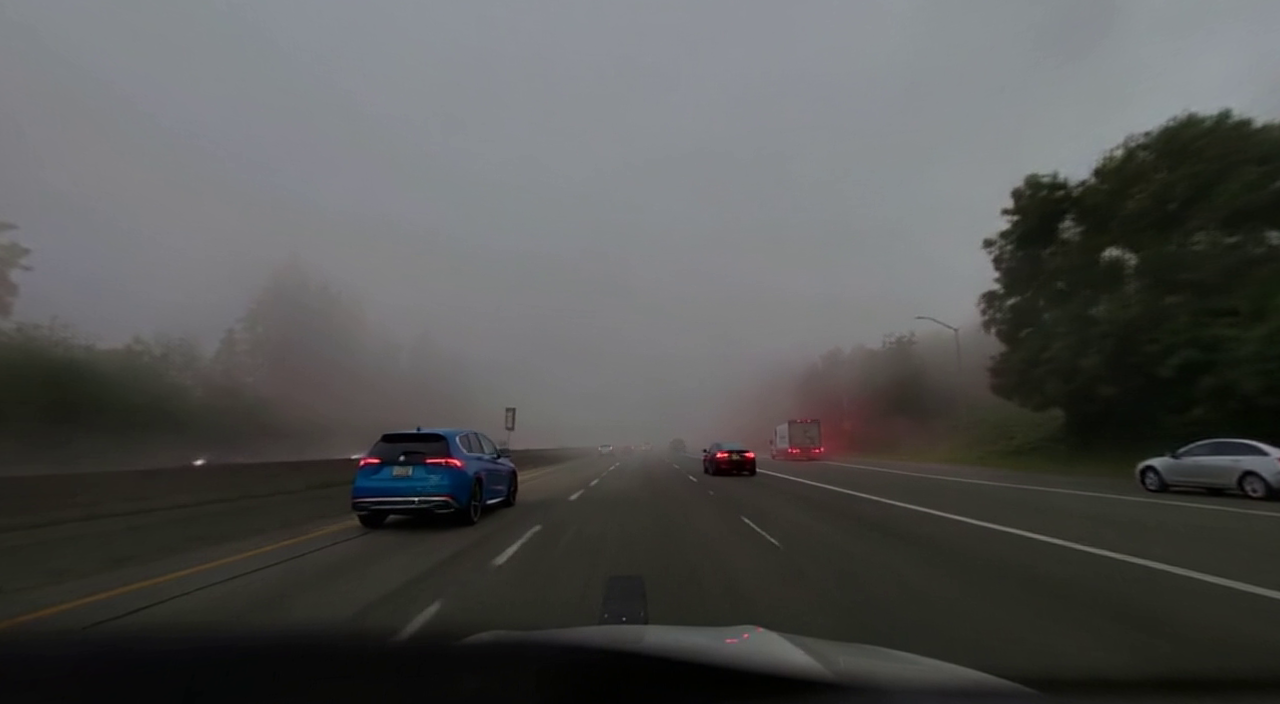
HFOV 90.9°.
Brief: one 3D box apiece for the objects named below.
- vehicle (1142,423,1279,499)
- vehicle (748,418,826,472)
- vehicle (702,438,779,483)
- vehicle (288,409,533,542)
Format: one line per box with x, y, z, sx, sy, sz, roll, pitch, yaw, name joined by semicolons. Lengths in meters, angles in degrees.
18.040;3.096;18.170;2.221;1.995;5.803;0;-9;-2;vehicle
7.664;4.922;33.479;2.729;2.628;4.875;0;-9;-2;vehicle
3.609;4.010;23.587;2.080;1.493;4.674;0;-9;-1;vehicle
-3.535;2.057;11.132;2.218;1.764;5.229;0;-9;2;vehicle
